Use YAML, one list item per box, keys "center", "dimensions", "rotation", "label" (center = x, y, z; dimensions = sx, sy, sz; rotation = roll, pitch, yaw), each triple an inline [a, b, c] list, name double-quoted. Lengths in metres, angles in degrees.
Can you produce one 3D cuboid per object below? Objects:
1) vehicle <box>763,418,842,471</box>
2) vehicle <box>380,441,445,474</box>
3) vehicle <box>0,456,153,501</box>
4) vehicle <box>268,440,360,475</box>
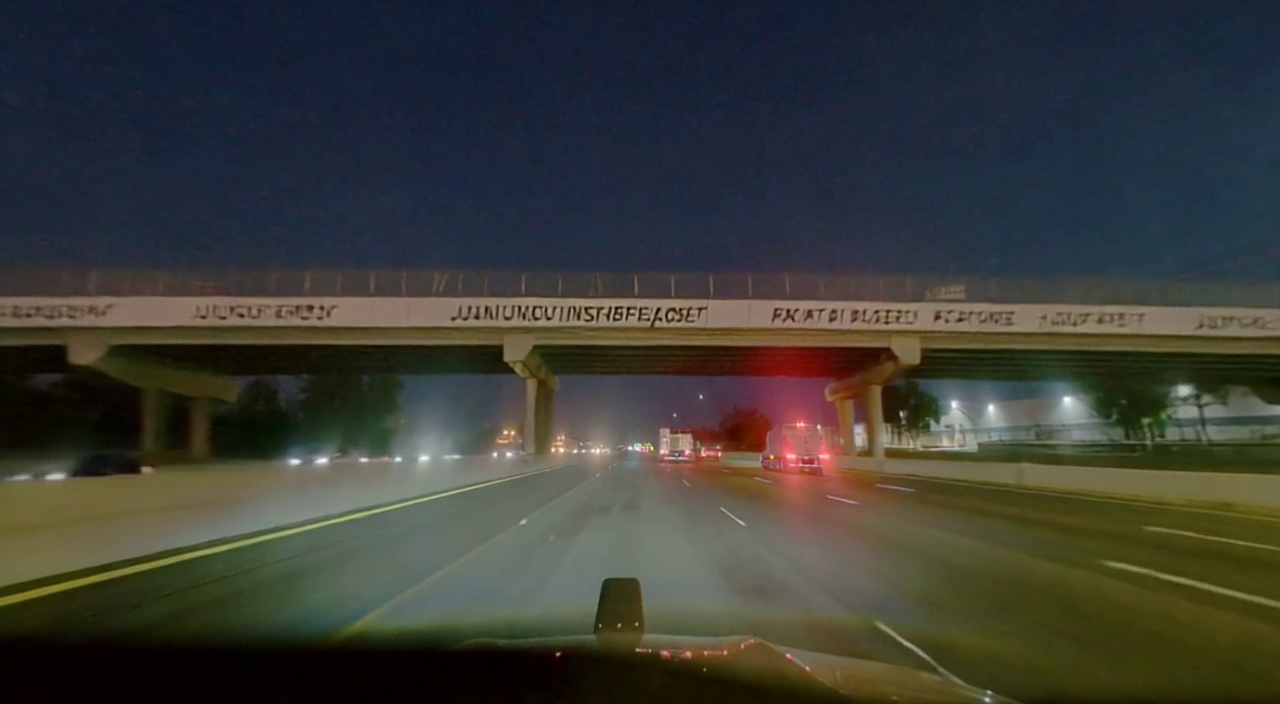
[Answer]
- center: [11.197, 6.570, 44.696]
  dimensions: [2.912, 3.293, 9.588]
  rotation: [0, -9, -1]
  label: "vehicle"
- center: [-10.489, 4.881, 29.319]
  dimensions: [1.676, 1.424, 3.480]
  rotation: [0, -9, 0]
  label: "vehicle"
- center: [-20.596, 4.545, 23.149]
  dimensions: [1.836, 1.410, 4.606]
  rotation: [0, -9, -1]
  label: "vehicle"
- center: [-16.686, 5.433, 32.663]
  dimensions: [2.138, 1.624, 4.803]
  rotation: [1, -9, 0]
  label: "vehicle"
